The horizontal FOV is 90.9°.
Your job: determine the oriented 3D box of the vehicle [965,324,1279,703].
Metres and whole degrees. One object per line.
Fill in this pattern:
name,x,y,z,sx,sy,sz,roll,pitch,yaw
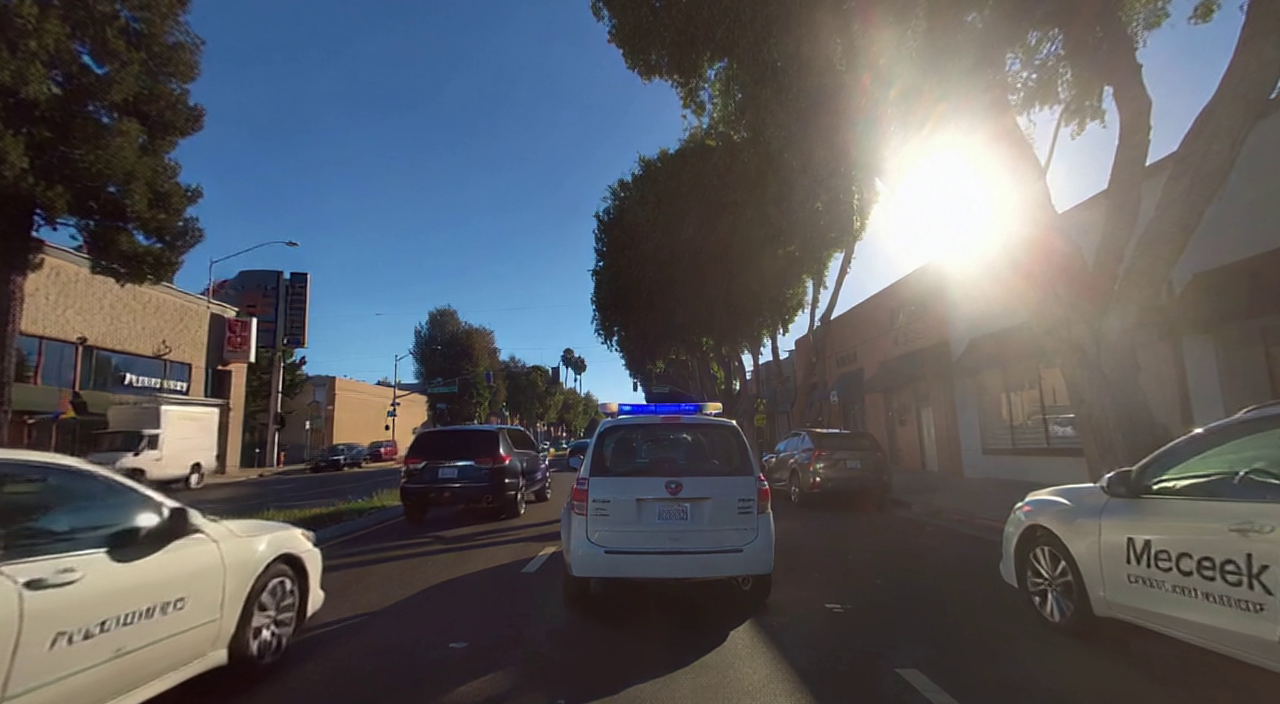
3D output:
vehicle,3.988,0.904,3.232,1.987,1.877,5.330,3,-8,2

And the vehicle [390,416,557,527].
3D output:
vehicle,-3.020,2.292,12.619,2.135,1.806,4.514,0,-8,-1

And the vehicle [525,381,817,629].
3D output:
vehicle,0.201,1.388,6.592,2.075,1.770,4.018,0,-8,-1

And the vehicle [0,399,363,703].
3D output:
vehicle,-2.935,0.946,2.333,1.908,1.474,4.257,0,-8,-1

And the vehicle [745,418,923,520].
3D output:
vehicle,4.056,2.584,14.535,2.038,1.865,5.786,0,-8,-2
